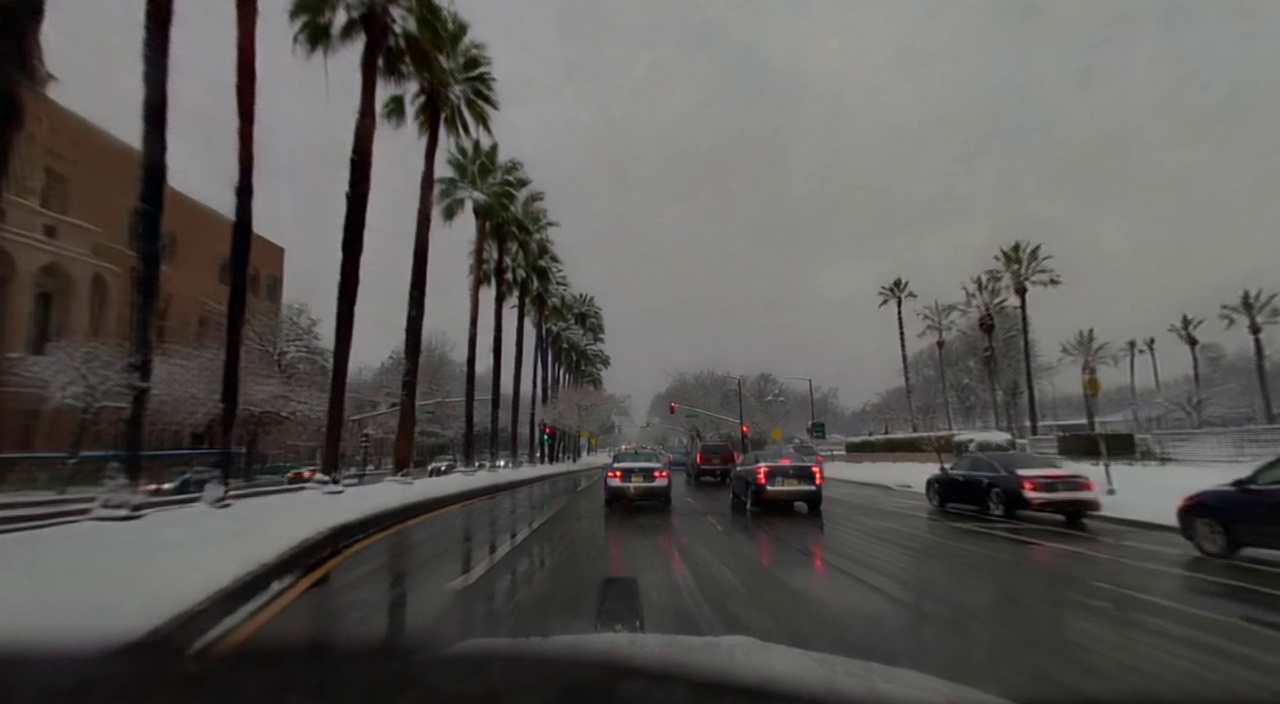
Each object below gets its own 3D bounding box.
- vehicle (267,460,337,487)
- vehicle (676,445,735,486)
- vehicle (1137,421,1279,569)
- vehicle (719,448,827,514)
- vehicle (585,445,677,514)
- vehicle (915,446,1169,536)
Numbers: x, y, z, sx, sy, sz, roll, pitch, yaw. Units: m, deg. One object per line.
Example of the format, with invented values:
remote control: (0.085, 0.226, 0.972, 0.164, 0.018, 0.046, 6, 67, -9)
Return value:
vehicle: (-21.001, 7.539, 39.456, 1.935, 1.479, 4.453, 0, -9, -1)
vehicle: (3.235, 5.829, 33.021, 2.127, 1.854, 7.971, 0, -9, -1)
vehicle: (8.531, 1.635, 7.092, 1.994, 1.715, 4.777, 0, -9, 0)
vehicle: (3.308, 3.282, 16.609, 1.833, 1.465, 4.258, 0, -9, -1)
vehicle: (-0.227, 3.124, 15.930, 2.050, 1.521, 3.747, 0, -9, -1)
vehicle: (8.166, 2.813, 13.606, 1.970, 1.559, 4.911, 1, -9, -5)
